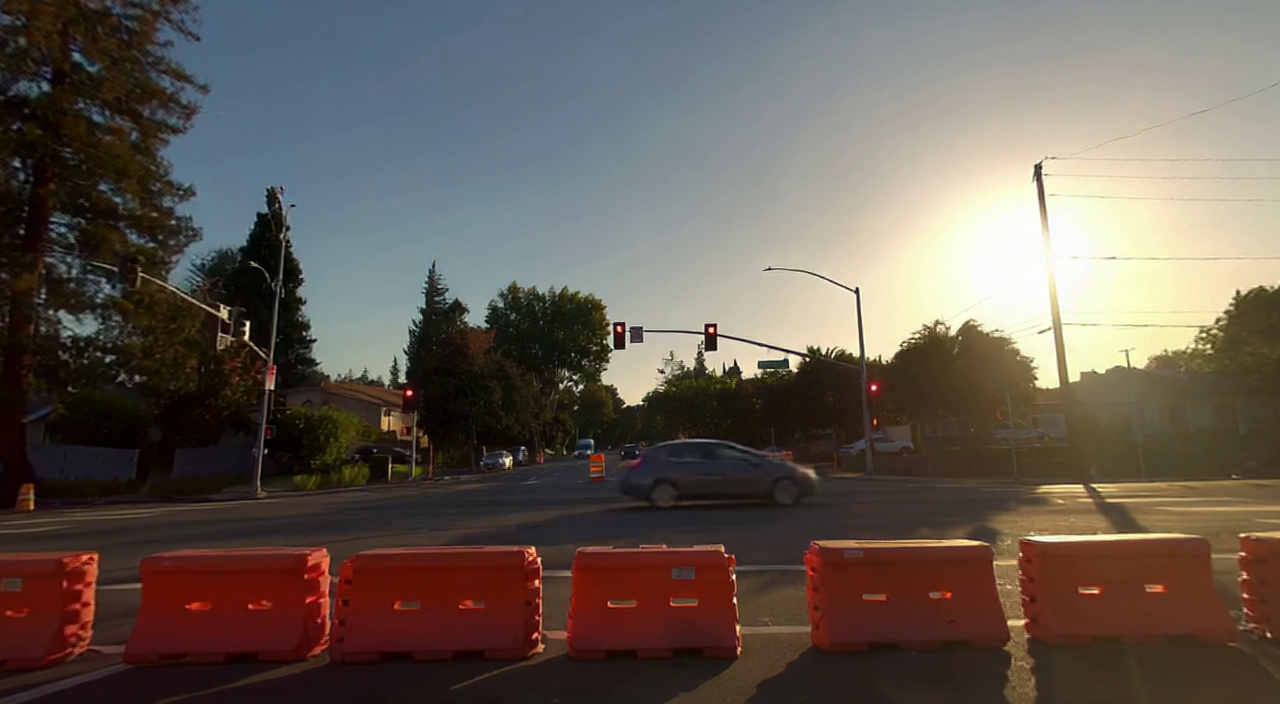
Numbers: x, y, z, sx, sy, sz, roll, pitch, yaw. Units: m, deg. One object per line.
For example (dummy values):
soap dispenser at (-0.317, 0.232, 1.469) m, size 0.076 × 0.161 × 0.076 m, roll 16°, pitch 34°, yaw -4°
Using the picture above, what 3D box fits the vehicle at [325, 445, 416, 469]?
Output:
vehicle at (-16.397, 6.381, 38.611) m, size 4.713 × 1.409 × 1.918 m, roll 0°, pitch -8°, yaw -2°

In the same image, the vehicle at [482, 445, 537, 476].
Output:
vehicle at (-6.606, 5.526, 32.378) m, size 1.881 × 1.452 × 4.121 m, roll 0°, pitch -8°, yaw 0°

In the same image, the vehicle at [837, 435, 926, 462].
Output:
vehicle at (15.364, 6.176, 40.324) m, size 4.892 × 1.656 × 1.856 m, roll 0°, pitch -8°, yaw 0°

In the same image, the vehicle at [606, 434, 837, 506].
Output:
vehicle at (1.707, 2.641, 14.404) m, size 4.860 × 1.483 × 2.077 m, roll 0°, pitch -8°, yaw 0°
